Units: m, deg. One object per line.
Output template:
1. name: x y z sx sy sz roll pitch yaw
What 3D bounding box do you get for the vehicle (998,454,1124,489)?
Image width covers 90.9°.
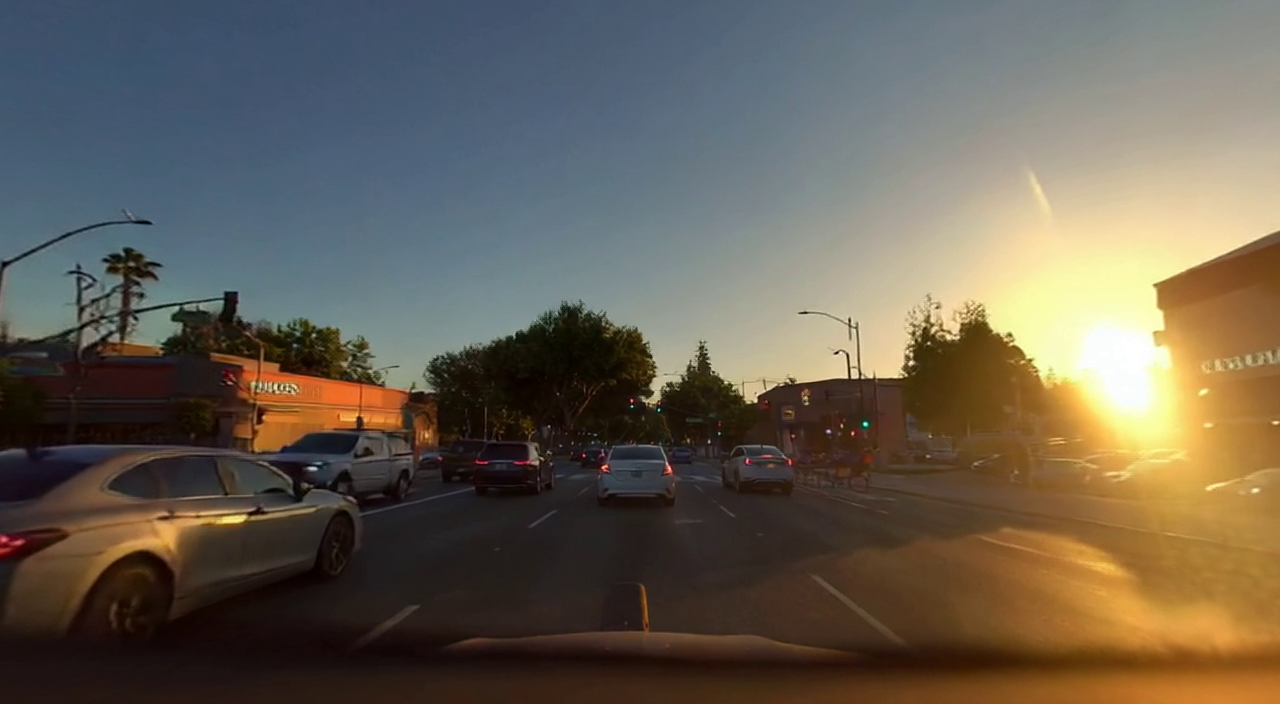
1. vehicle: 19.294 5.478 29.067 4.367 1.475 1.815 -1 -9 7

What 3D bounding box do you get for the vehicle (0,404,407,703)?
1. vehicle: -3.673 1.284 4.743 1.992 1.493 4.688 0 -8 1

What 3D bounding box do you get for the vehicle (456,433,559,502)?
1. vehicle: -3.544 3.160 17.648 1.983 1.685 3.997 0 -8 1

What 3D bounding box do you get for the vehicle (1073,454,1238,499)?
1. vehicle: 19.399 4.686 23.888 4.379 1.558 2.033 0 -9 2

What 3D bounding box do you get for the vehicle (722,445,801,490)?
1. vehicle: 4.319 4.178 23.152 1.979 1.485 4.207 0 -8 -1

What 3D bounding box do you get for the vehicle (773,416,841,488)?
1. vehicle: 8.236 4.947 31.293 2.613 3.281 2.673 2 -8 0

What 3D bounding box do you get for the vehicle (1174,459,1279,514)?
1. vehicle: 18.818 3.850 18.213 4.795 1.457 1.986 -1 -9 4

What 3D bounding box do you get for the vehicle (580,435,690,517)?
1. vehicle: -0.078 2.694 14.202 2.121 1.563 4.031 0 -8 0
